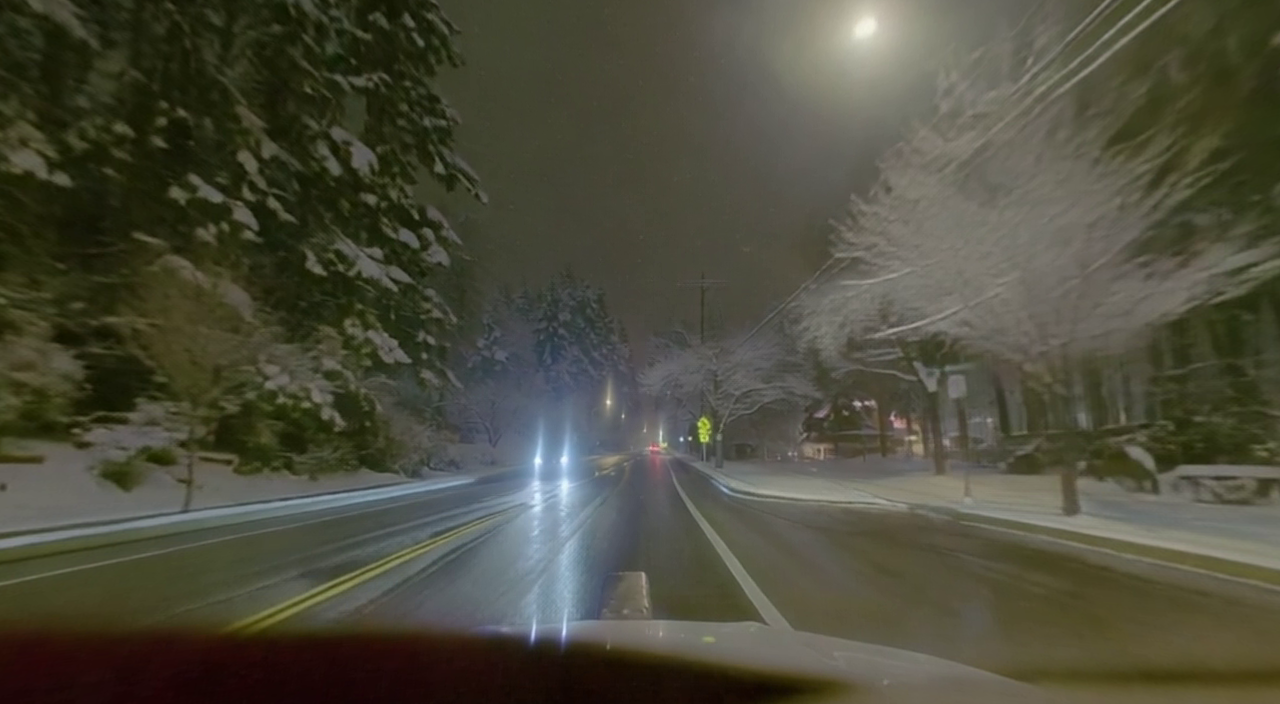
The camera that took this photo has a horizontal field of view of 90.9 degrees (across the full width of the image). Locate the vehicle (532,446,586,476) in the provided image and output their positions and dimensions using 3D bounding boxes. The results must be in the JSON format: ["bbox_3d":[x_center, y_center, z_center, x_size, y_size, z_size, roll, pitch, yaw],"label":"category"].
[{"bbox_3d":[-3.964,5.396,31.450,1.923,1.366,3.965,-1,-8,4],"label":"vehicle"}]
